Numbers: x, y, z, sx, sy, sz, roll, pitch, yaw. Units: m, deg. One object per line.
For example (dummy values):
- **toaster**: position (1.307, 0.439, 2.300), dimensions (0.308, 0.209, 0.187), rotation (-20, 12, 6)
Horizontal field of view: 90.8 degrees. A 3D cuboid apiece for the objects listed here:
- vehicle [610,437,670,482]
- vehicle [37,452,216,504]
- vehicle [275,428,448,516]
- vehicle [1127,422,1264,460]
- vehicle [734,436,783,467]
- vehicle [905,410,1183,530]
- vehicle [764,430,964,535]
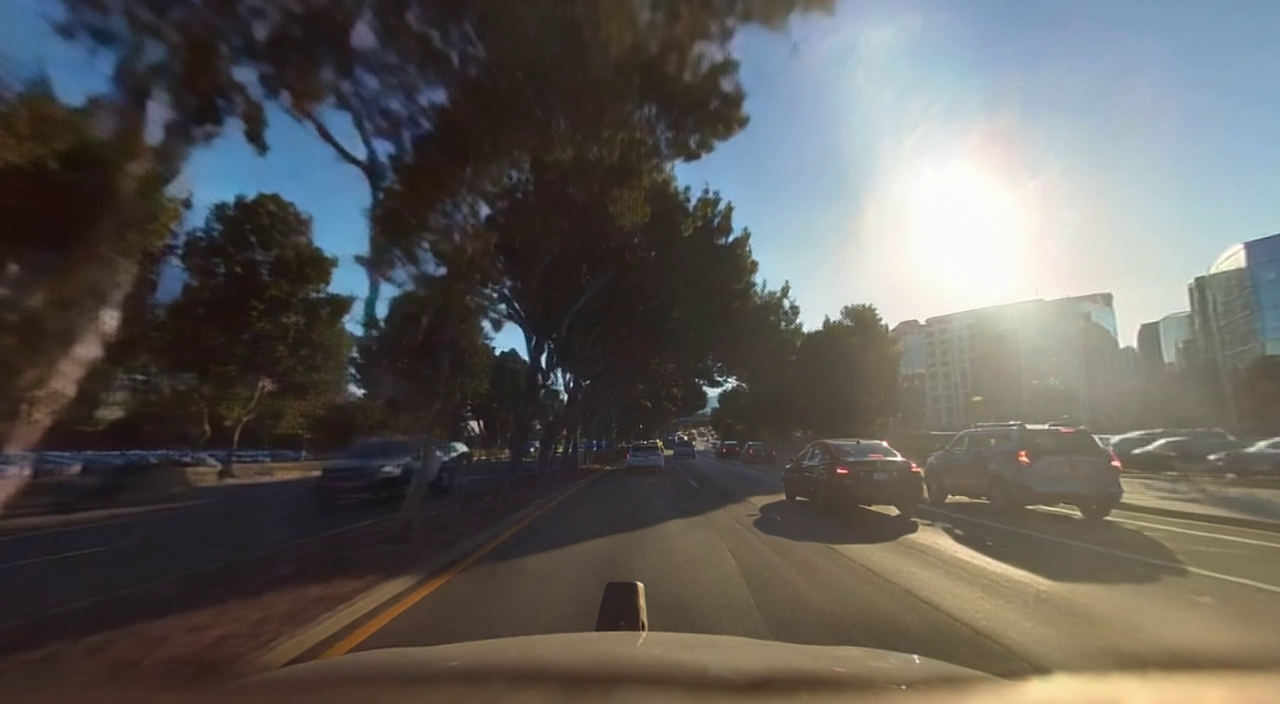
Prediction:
- **vehicle**: position (0.011, 3.871, 22.991), dimensions (1.994, 1.479, 3.647), rotation (0, -9, 0)
- **vehicle**: position (-16.861, 4.110, 21.155), dimensions (1.982, 1.481, 4.706), rotation (0, -9, 1)
- **vehicle**: position (-5.699, 2.487, 13.542), dimensions (1.887, 1.582, 3.915), rotation (0, -9, 0)
- **vehicle**: position (32.803, 5.291, 37.466), dimensions (5.507, 1.925, 2.533), rotation (-3, -9, 2)
- **vehicle**: position (7.255, 6.144, 39.116), dimensions (2.068, 1.779, 4.567), rotation (0, -9, -1)
- **vehicle**: position (7.147, 2.146, 11.997), dimensions (2.134, 1.810, 4.590), rotation (0, -9, -1)
- **vehicle**: position (3.571, 2.152, 11.045), dimensions (1.858, 1.466, 4.230), rotation (0, -9, -1)
